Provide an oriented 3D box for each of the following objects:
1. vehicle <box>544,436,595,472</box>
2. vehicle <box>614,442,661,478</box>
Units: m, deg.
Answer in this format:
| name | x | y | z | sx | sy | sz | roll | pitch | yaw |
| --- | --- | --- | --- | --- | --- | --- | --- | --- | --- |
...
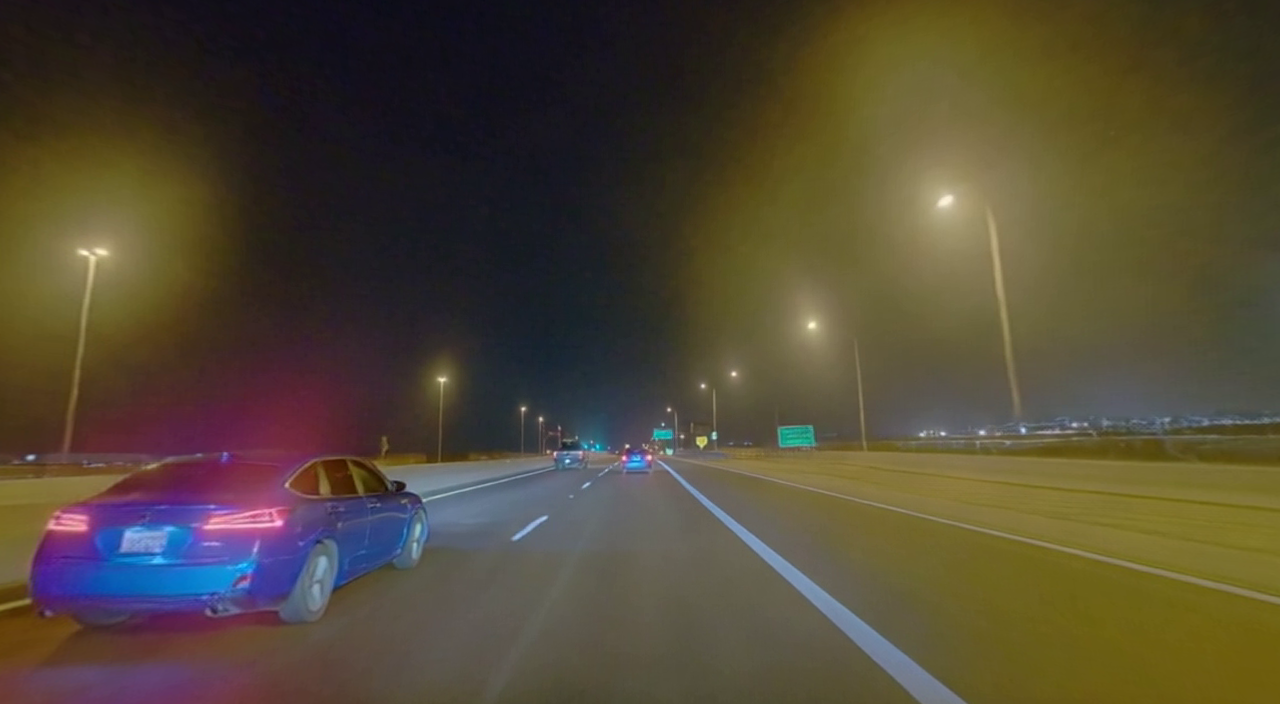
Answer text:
| name | x | y | z | sx | sy | sz | roll | pitch | yaw |
| --- | --- | --- | --- | --- | --- | --- | --- | --- | --- |
| vehicle | -3.893 | 5.746 | 35.616 | 2.264 | 1.901 | 4.647 | 0 | -9 | 1 |
| vehicle | -0.083 | 5.058 | 29.765 | 2.086 | 1.548 | 4.325 | 0 | -9 | 1 |
